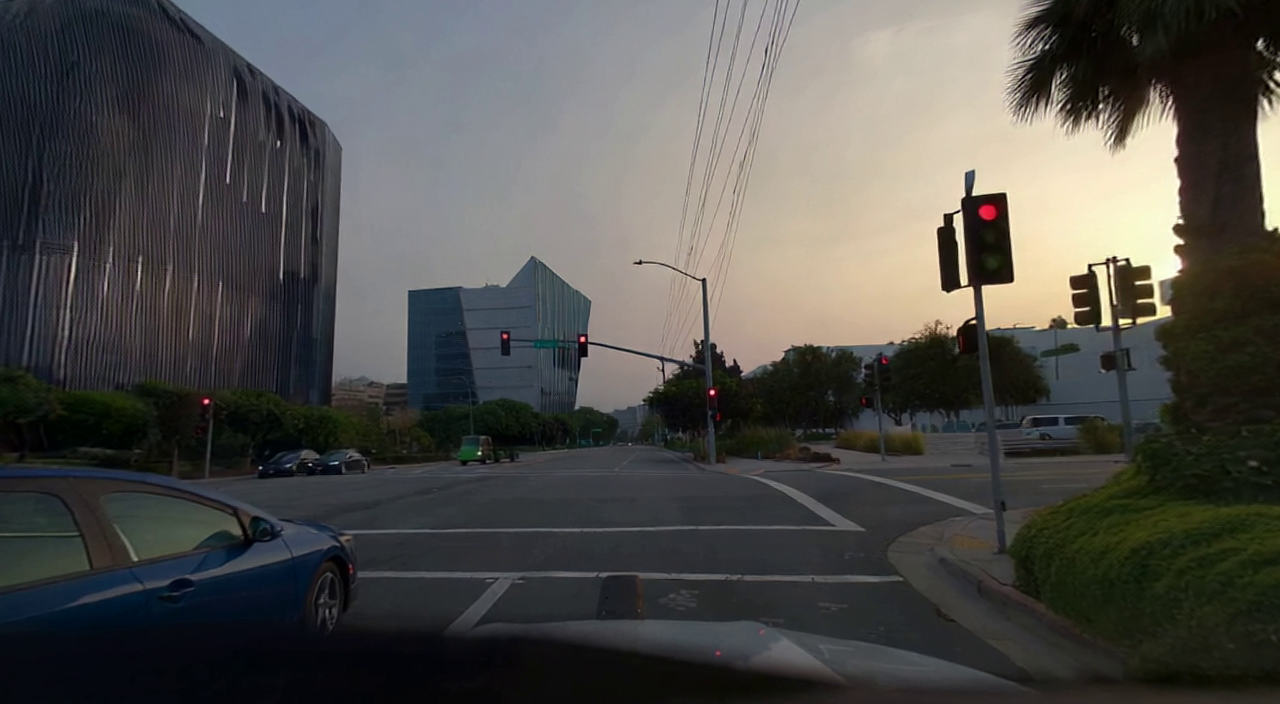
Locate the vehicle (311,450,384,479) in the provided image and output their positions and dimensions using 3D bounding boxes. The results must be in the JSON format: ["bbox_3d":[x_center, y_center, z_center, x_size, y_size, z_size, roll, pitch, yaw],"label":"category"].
[{"bbox_3d":[-15.358,5.924,33.302,1.875,1.389,3.784,0,-9,3],"label":"vehicle"}]

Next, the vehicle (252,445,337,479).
[{"bbox_3d":[-19.086,6.098,35.081,2.017,1.739,4.569,0,-9,1],"label":"vehicle"}]
